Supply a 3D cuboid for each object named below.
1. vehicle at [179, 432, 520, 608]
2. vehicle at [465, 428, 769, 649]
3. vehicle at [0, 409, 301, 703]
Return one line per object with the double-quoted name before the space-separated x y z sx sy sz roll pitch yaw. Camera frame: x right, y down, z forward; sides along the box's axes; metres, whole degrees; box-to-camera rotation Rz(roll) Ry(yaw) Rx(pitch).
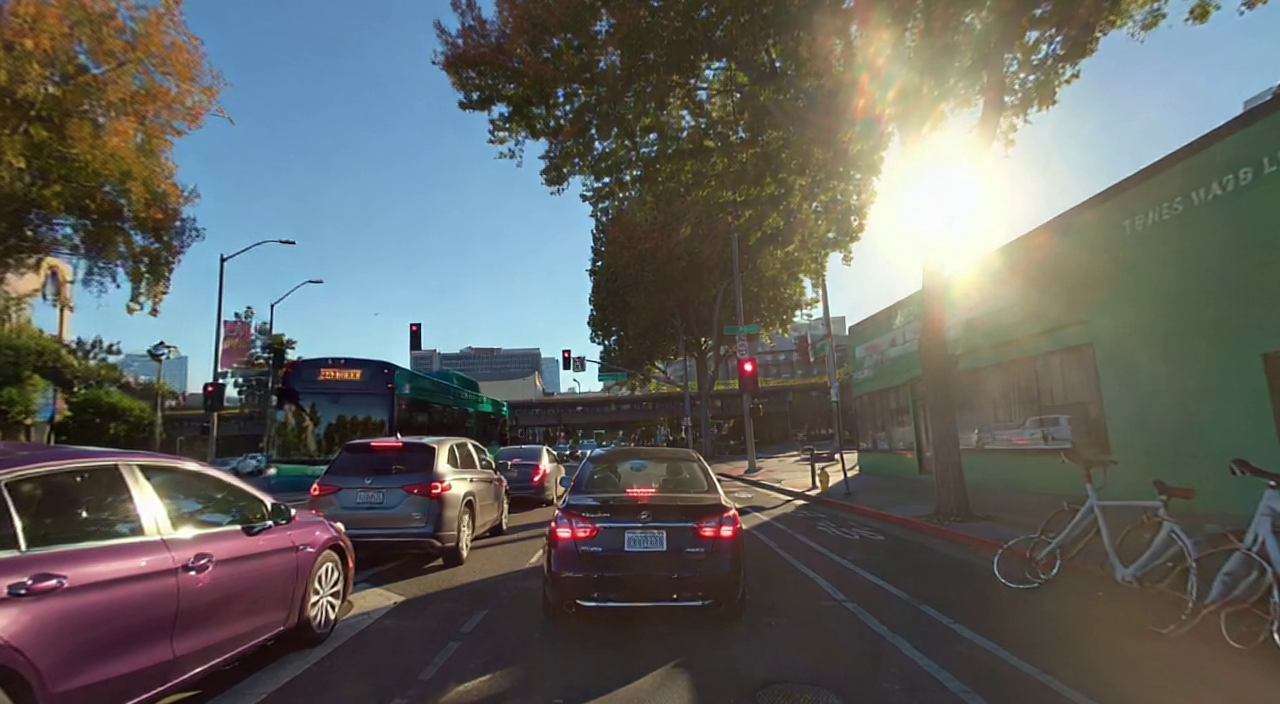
"vehicle" -2.913 1.760 7.643 1.944 1.481 4.385 0 -8 1
"vehicle" -0.141 1.531 6.177 2.031 1.461 3.763 0 -8 0
"vehicle" -3.169 0.881 1.726 1.867 1.486 4.452 0 -8 2
